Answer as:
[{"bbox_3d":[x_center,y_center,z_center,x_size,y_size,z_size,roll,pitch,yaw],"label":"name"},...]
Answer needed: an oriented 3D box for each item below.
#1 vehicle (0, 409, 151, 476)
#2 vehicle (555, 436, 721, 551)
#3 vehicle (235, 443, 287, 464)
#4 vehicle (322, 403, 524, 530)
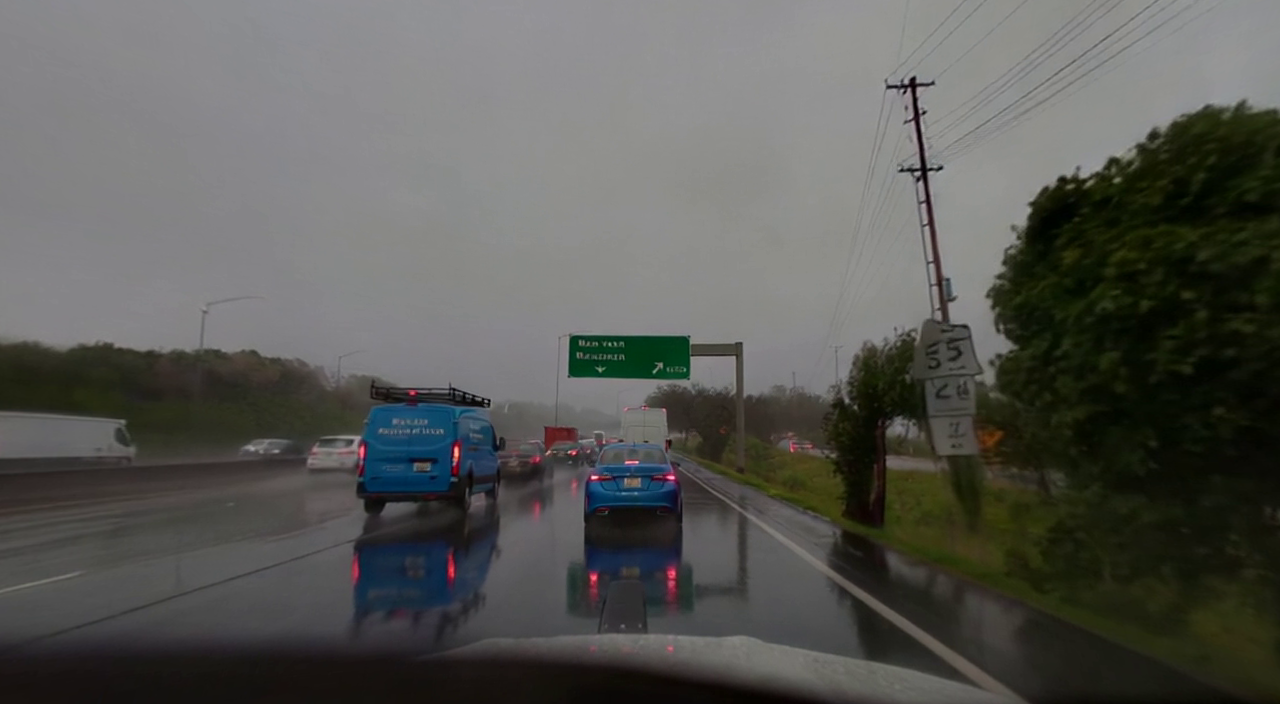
[{"bbox_3d":[-37.440,5.759,39.841,2.933,3.731,11.455,-1,-8,4],"label":"vehicle"},{"bbox_3d":[-0.031,2.065,9.901,2.054,1.421,4.090,0,-8,0],"label":"vehicle"},{"bbox_3d":[-28.702,7.658,47.625,1.630,1.437,3.588,-3,-8,1],"label":"vehicle"},{"bbox_3d":[-3.791,2.114,12.066,2.142,1.952,4.556,0,-8,1],"label":"vehicle"}]
